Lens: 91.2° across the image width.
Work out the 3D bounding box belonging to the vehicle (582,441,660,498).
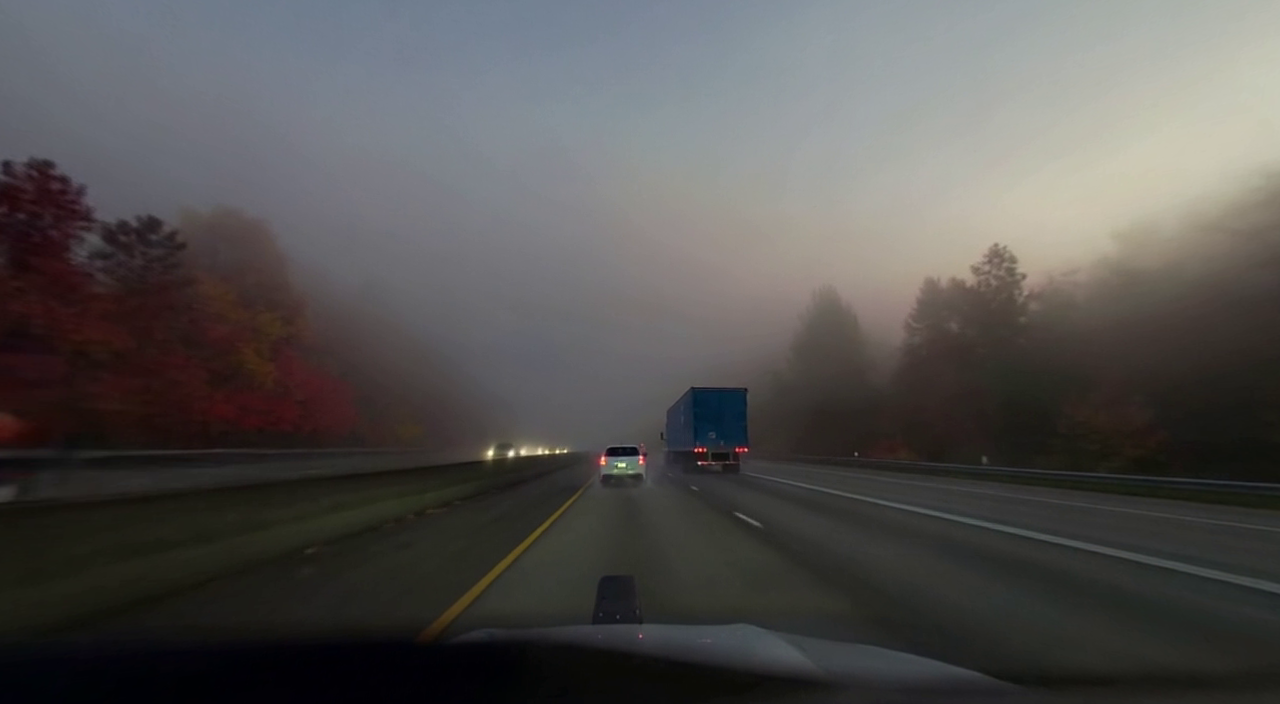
[{"bbox_3d":[-0.557,3.488,18.969,2.099,1.506,4.097,0,-9,-1],"label":"vehicle"}]

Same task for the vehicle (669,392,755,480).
[{"bbox_3d":[3.612,4.963,35.795,2.900,4.013,14.455,0,-9,-1],"label":"vehicle"}]

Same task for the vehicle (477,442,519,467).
[{"bbox_3d":[-9.611,6.983,42.802,1.920,1.541,4.248,0,-9,-1],"label":"vehicle"}]
